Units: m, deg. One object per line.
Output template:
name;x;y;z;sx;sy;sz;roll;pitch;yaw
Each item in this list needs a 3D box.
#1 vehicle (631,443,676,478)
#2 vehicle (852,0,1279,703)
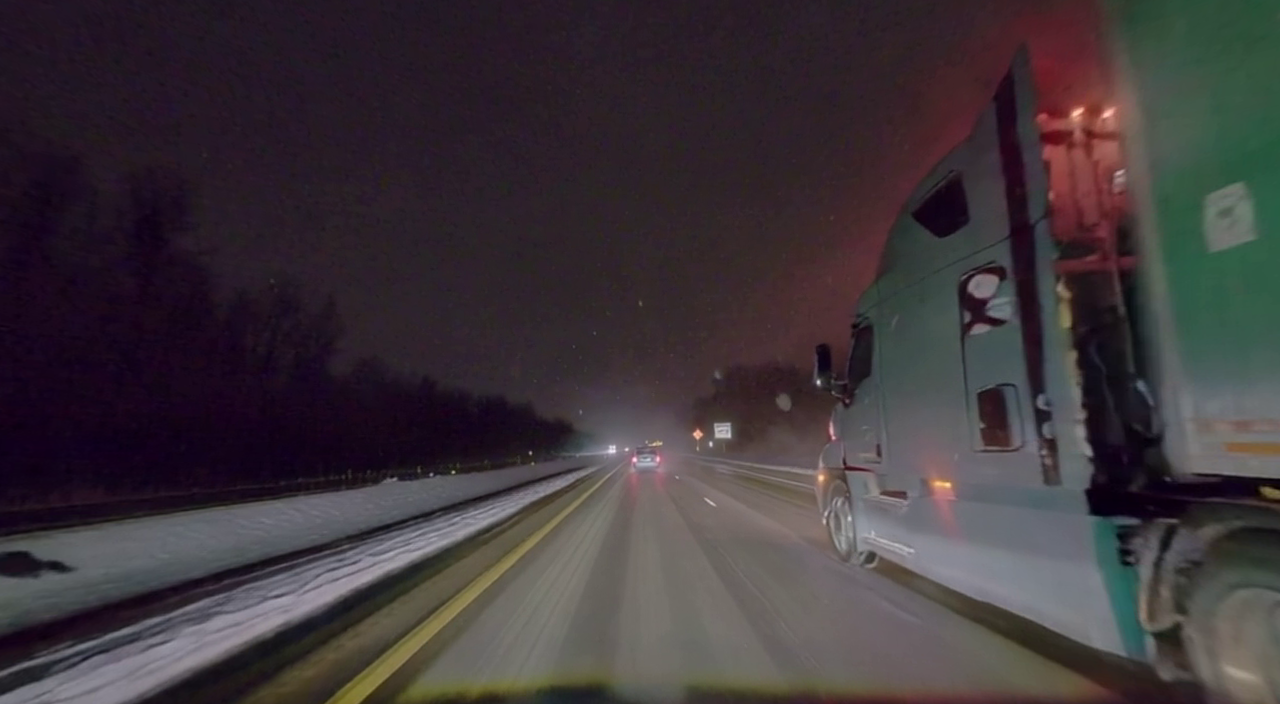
vehicle;0.631;5.099;29.882;1.968;1.515;4.025;-1;-8;0
vehicle;3.706;-0.136;2.034;3.032;3.821;8.547;0;-8;0
